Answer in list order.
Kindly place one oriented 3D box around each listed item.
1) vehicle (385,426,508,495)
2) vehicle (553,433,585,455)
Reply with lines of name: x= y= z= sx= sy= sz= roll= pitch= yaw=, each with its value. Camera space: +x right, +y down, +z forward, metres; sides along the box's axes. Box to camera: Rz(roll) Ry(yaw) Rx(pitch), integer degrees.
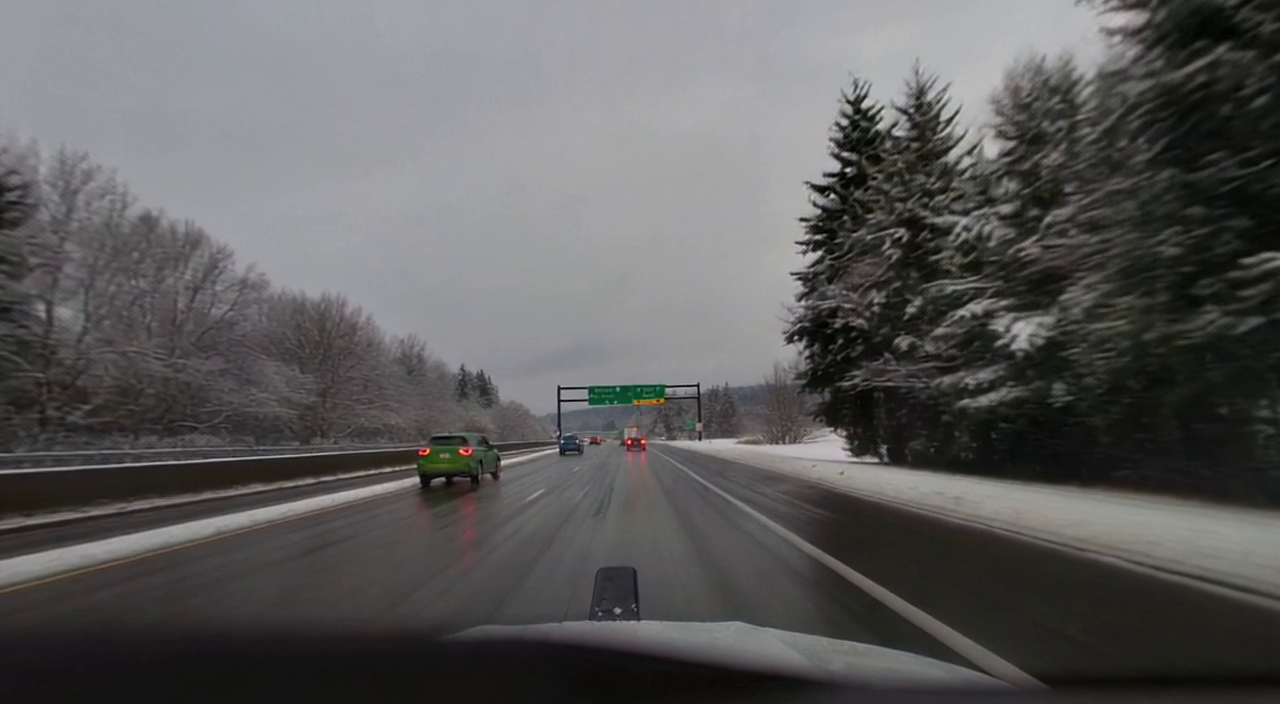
vehicle: x=-4.673 y=2.657 z=15.809 sx=1.959 sy=1.514 sz=3.668 roll=0 pitch=-8 yaw=-1
vehicle: x=-5.190 y=6.764 z=46.364 sx=1.972 sy=1.537 sz=4.173 roll=0 pitch=-8 yaw=-1
